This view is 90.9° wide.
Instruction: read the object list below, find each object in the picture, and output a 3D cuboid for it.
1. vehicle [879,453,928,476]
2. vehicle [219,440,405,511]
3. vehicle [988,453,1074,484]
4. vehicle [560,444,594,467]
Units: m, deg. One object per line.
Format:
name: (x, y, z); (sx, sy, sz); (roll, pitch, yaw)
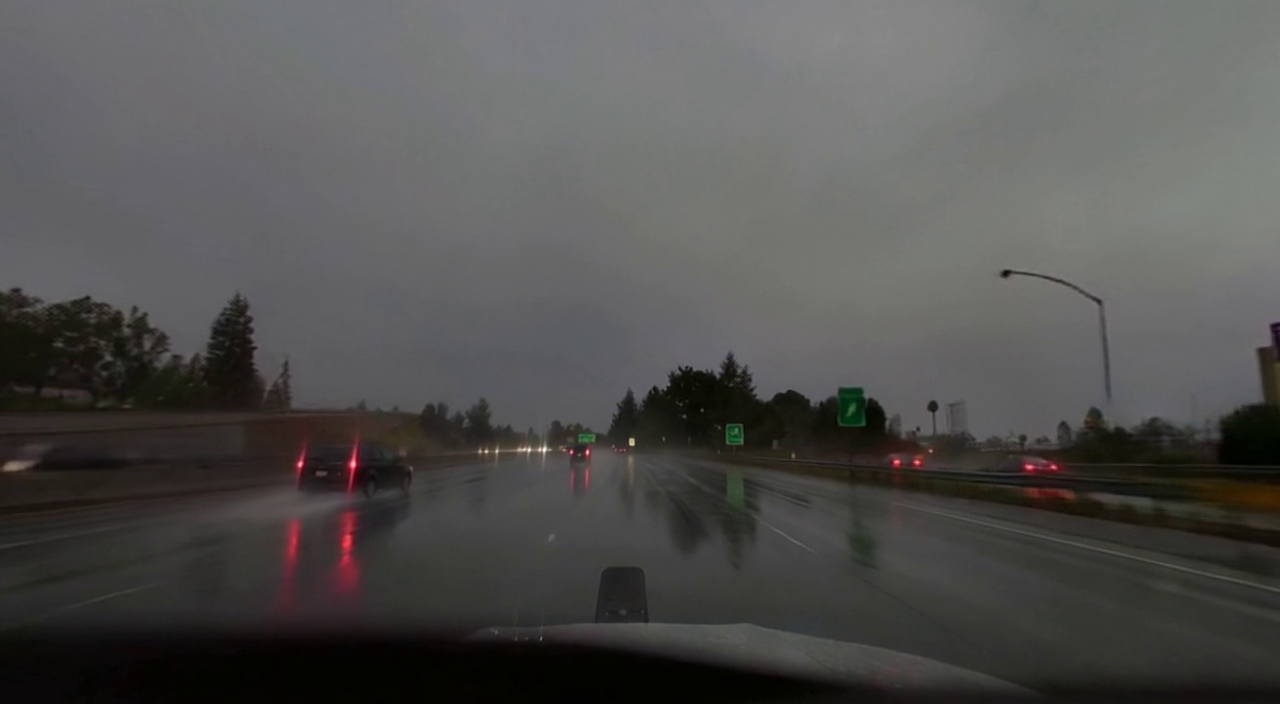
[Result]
vehicle: (18.807, 8.015, 45.223); (2.005, 1.478, 4.056); (-1, -8, 4)
vehicle: (-7.654, 2.901, 15.403); (2.038, 1.463, 4.656); (0, -8, 0)
vehicle: (20.573, 6.120, 33.418); (1.950, 1.462, 4.391); (-1, -8, 4)
vehicle: (-4.189, 6.963, 42.621); (1.936, 1.465, 4.060); (0, -8, -1)
